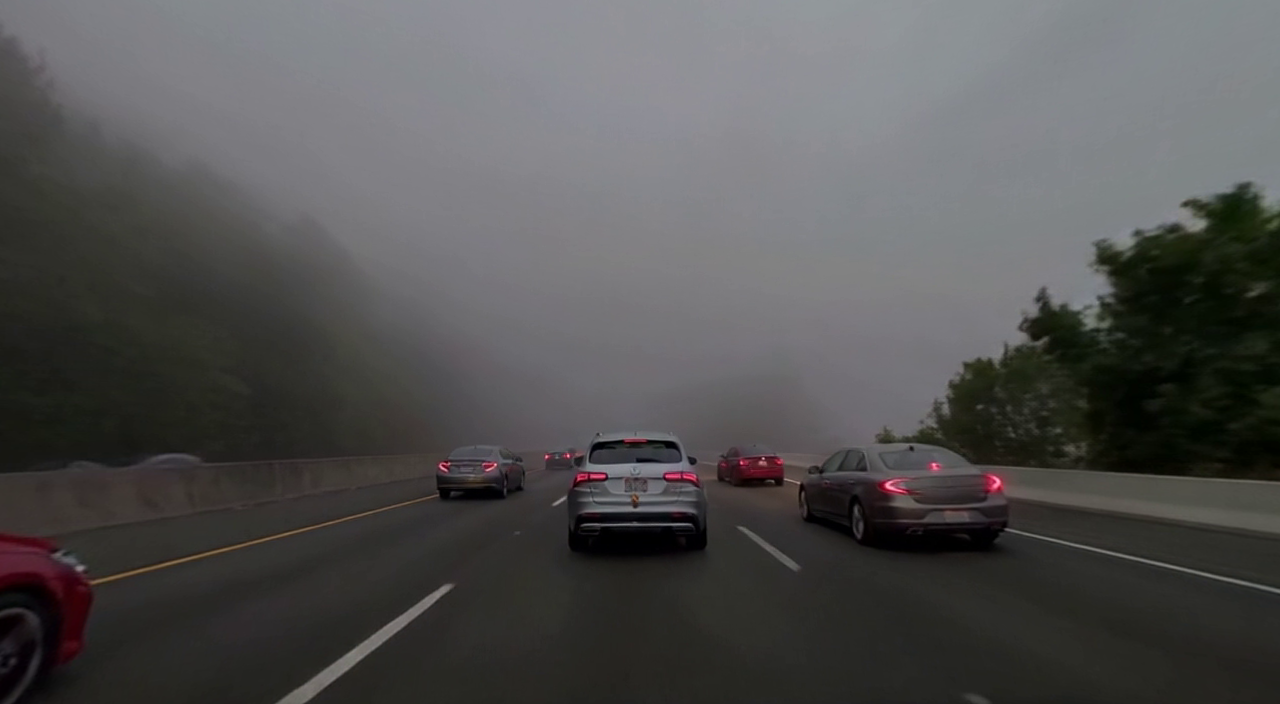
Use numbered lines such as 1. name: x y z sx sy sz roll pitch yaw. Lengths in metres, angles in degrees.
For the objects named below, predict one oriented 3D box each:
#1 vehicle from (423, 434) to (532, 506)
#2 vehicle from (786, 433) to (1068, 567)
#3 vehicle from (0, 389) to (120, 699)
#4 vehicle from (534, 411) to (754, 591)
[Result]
1. vehicle: -4.251 3.151 17.148 1.890 1.708 3.844 0 -9 0
2. vehicle: 3.677 1.976 9.210 1.953 1.434 4.511 0 -9 -1
3. vehicle: -4.542 0.812 1.918 2.173 1.660 4.373 0 -9 -1
4. vehicle: -0.011 1.715 7.987 2.093 1.695 3.782 0 -9 -2
